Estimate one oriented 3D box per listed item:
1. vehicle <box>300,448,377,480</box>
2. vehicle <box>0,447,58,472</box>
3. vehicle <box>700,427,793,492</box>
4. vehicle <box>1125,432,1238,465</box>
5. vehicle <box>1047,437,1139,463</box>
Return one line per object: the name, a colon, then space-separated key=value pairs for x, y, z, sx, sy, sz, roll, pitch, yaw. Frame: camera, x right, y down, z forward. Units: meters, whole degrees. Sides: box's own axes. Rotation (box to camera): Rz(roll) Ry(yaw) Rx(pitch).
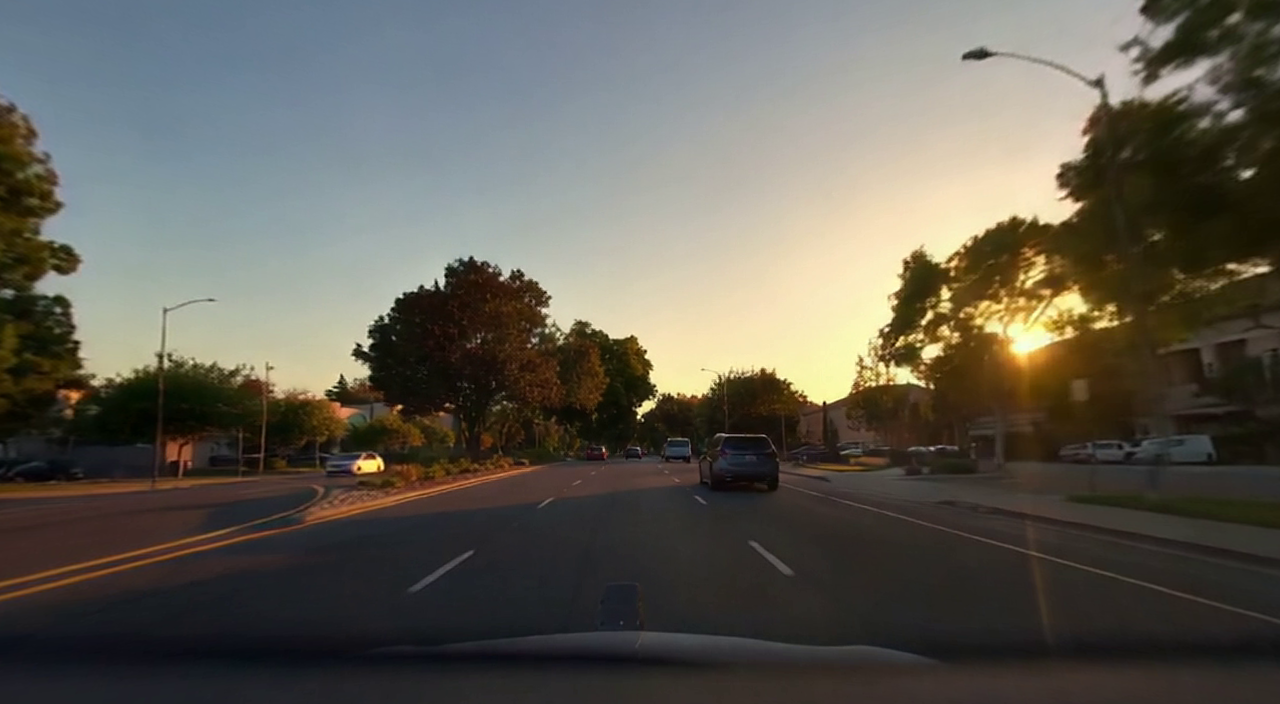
vehicle: x=-16.392 y=6.092 z=34.661 sx=1.988 sy=1.619 sz=4.561 roll=0 pitch=-8 yaw=0
vehicle: x=-45.981 y=7.741 z=45.683 sx=5.412 sy=1.708 sz=2.213 roll=0 pitch=-8 yaw=-1
vehicle: x=3.210 y=3.363 z=20.017 sx=2.060 sy=1.816 sz=4.343 roll=0 pitch=-8 yaw=-2
vehicle: x=31.165 y=5.519 z=36.421 sx=5.111 sy=1.834 sz=2.093 roll=1 pitch=-8 yaw=-11
vehicle: x=30.316 y=6.567 z=42.379 sx=4.607 sy=1.683 sz=2.217 roll=1 pitch=-8 yaw=-8
